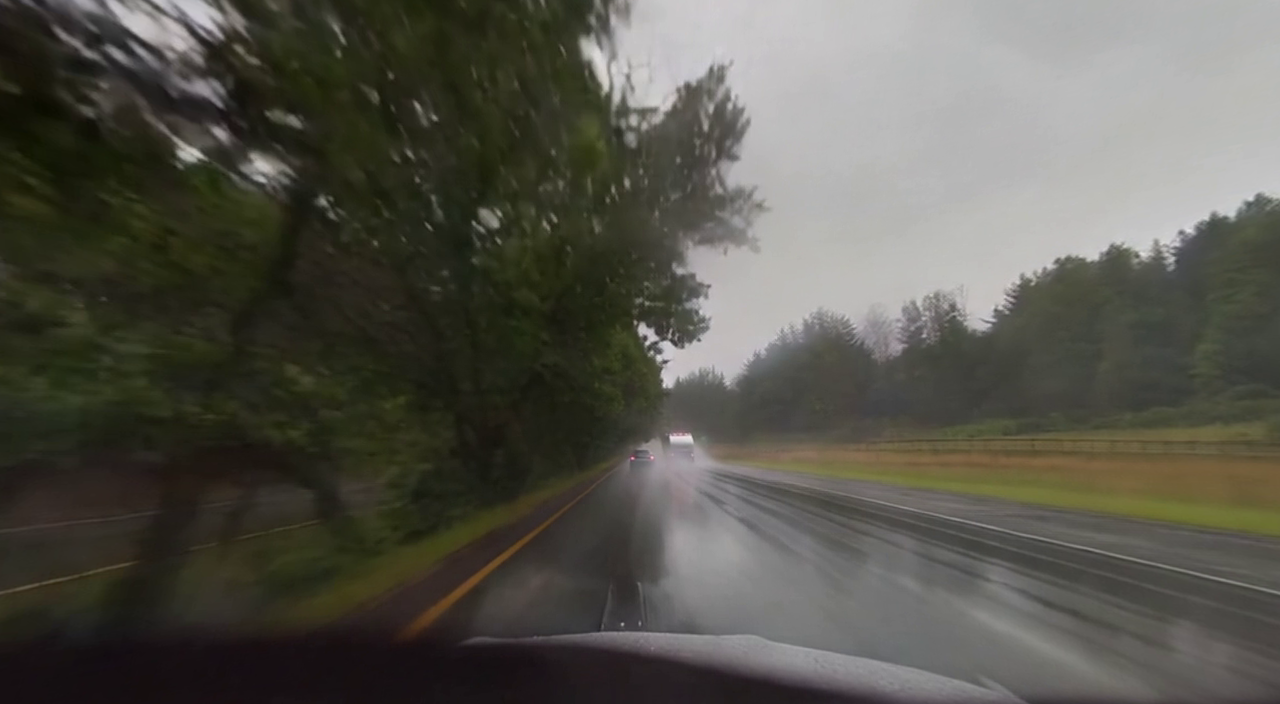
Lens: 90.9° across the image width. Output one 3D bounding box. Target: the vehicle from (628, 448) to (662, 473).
[{"bbox_3d":[0.286,6.447,37.507,1.926,1.386,3.615,0,-9,0],"label":"vehicle"}]
